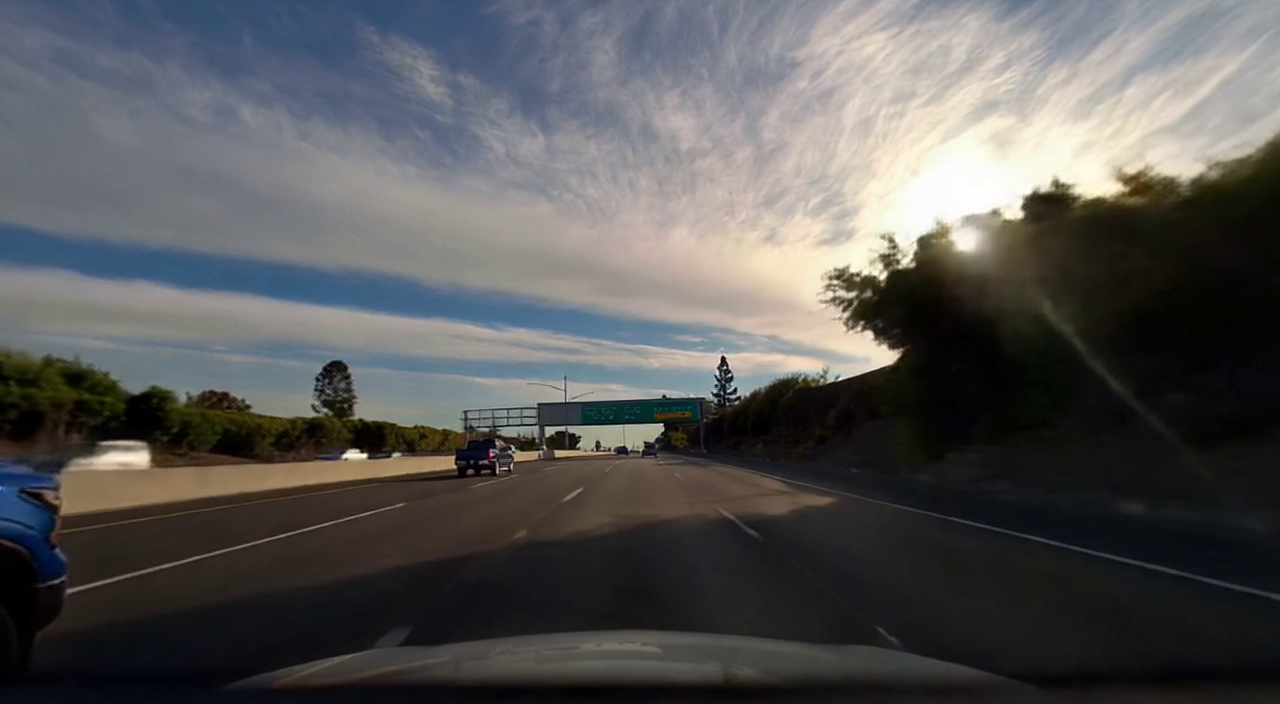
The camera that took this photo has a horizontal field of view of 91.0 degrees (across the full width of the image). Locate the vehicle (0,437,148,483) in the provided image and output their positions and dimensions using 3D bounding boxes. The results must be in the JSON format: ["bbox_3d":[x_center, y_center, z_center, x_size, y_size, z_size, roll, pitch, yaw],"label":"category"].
[{"bbox_3d":[-25.102,4.697,27.761,2.163,1.815,5.677,0,-9,0],"label":"vehicle"}]

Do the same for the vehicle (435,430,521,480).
[{"bbox_3d":[-6.884,4.465,27.479,2.260,1.917,5.499,0,-9,0],"label":"vehicle"}]
